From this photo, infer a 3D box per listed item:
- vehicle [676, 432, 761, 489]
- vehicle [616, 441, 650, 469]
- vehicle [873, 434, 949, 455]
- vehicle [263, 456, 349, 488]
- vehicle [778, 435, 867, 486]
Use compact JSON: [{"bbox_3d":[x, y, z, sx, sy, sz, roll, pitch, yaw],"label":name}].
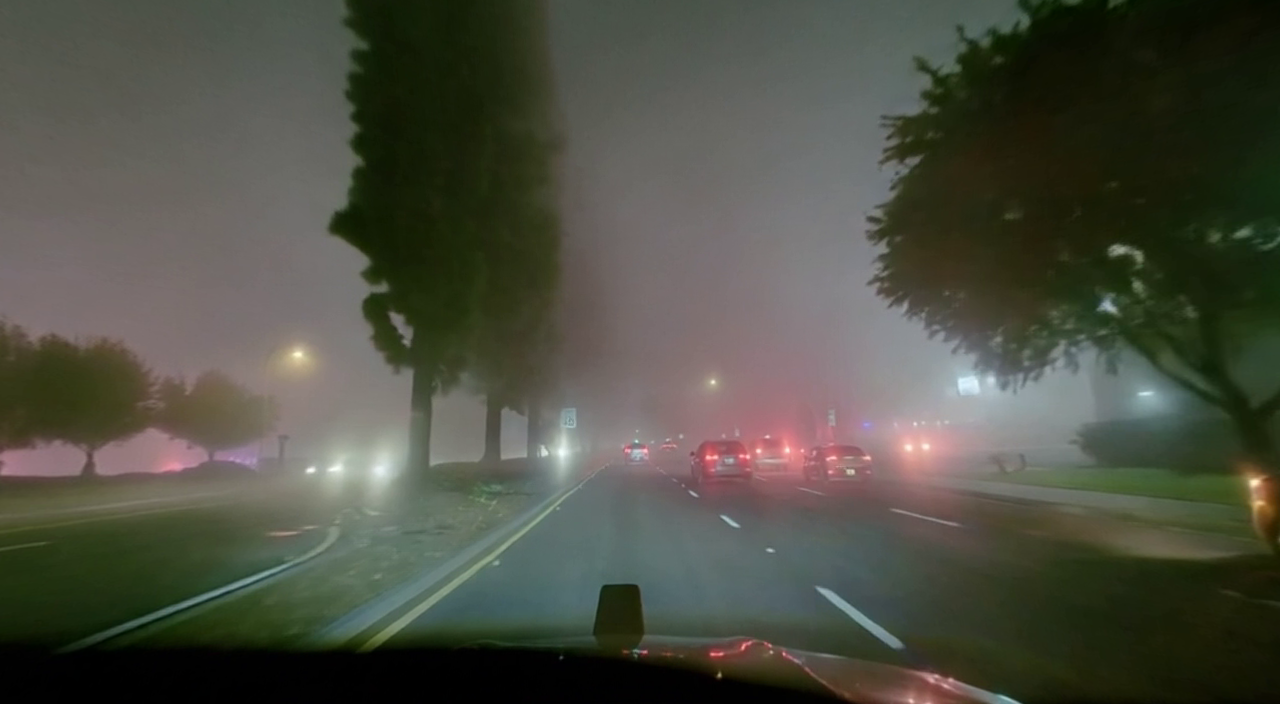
[{"bbox_3d":[2.645,3.791,22.466,2.227,1.794,4.457,0,-8,-3],"label":"vehicle"},{"bbox_3d":[-0.453,6.768,41.731,2.132,1.693,3.819,0,-8,-1],"label":"vehicle"},{"bbox_3d":[20.239,6.931,47.315,4.608,1.533,2.193,0,-8,-1],"label":"vehicle"},{"bbox_3d":[-18.339,6.591,34.964,2.129,1.531,4.696,0,-8,1],"label":"vehicle"},{"bbox_3d":[6.701,4.019,23.715,2.025,1.719,4.161,0,-8,-1],"label":"vehicle"}]
